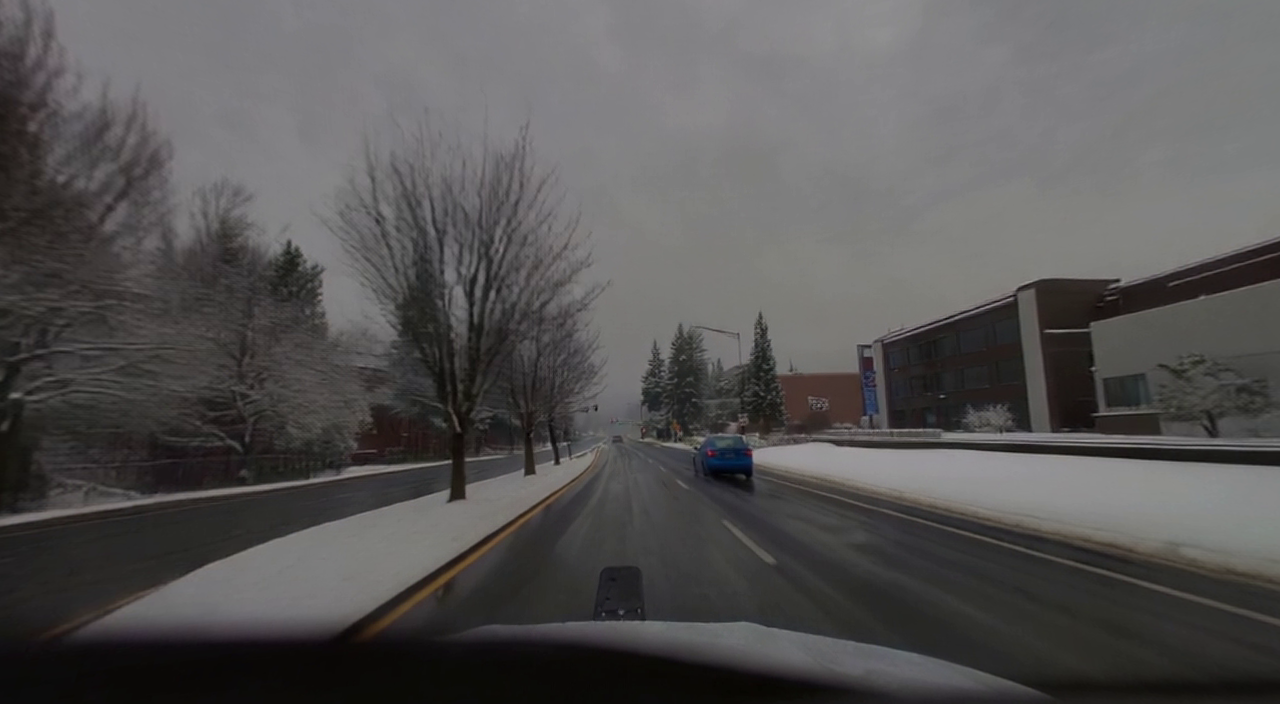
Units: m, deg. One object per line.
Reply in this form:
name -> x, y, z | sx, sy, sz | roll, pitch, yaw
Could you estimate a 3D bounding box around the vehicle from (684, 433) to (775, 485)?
vehicle -> 2.771, 3.456, 20.698 | 2.114, 1.493, 4.430 | 0, -8, -3
